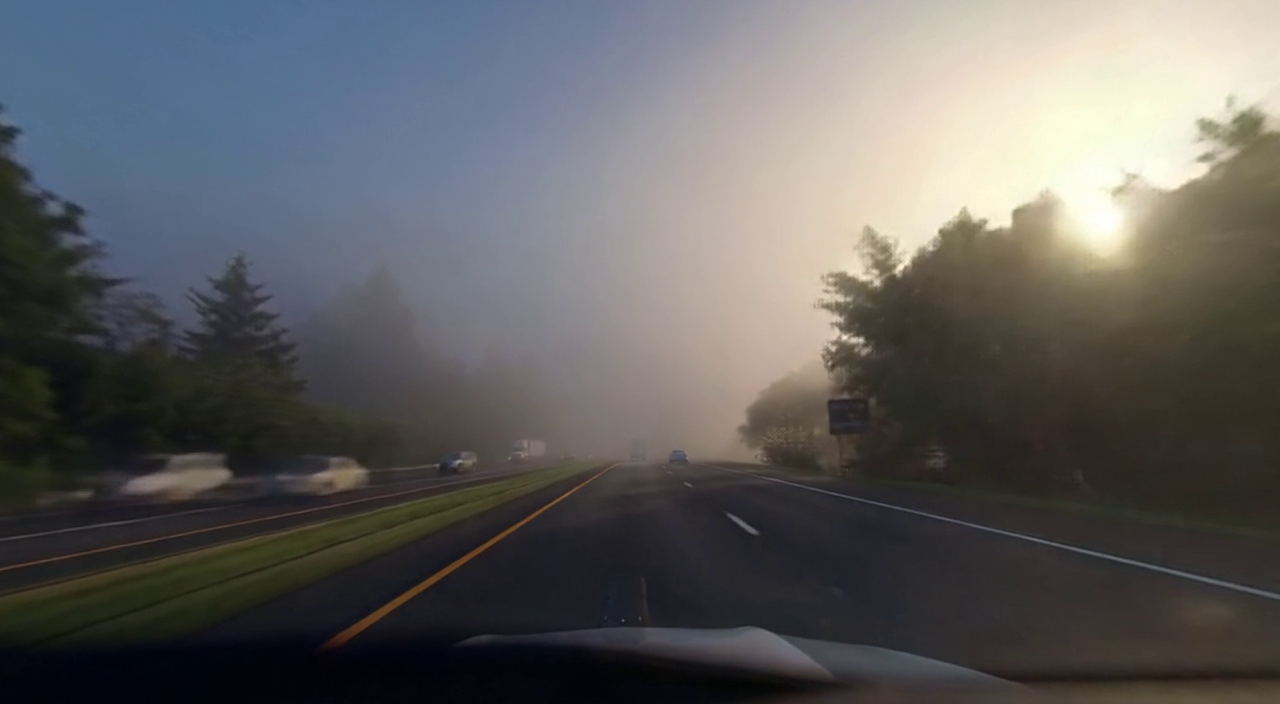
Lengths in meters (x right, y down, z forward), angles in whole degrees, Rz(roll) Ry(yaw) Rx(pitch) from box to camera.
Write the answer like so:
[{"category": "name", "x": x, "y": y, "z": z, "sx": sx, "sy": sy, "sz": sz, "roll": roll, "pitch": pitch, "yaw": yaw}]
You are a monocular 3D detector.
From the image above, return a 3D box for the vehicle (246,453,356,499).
[{"category": "vehicle", "x": -12.888, "y": 4.714, "z": 24.305, "sx": 1.934, "sy": 1.588, "sz": 4.100, "roll": 0, "pitch": -9, "yaw": 0}]

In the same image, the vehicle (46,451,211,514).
[{"category": "vehicle", "x": -16.687, "y": 4.222, "z": 20.917, "sx": 1.864, "sy": 1.845, "sz": 4.249, "roll": 0, "pitch": -9, "yaw": 0}]
